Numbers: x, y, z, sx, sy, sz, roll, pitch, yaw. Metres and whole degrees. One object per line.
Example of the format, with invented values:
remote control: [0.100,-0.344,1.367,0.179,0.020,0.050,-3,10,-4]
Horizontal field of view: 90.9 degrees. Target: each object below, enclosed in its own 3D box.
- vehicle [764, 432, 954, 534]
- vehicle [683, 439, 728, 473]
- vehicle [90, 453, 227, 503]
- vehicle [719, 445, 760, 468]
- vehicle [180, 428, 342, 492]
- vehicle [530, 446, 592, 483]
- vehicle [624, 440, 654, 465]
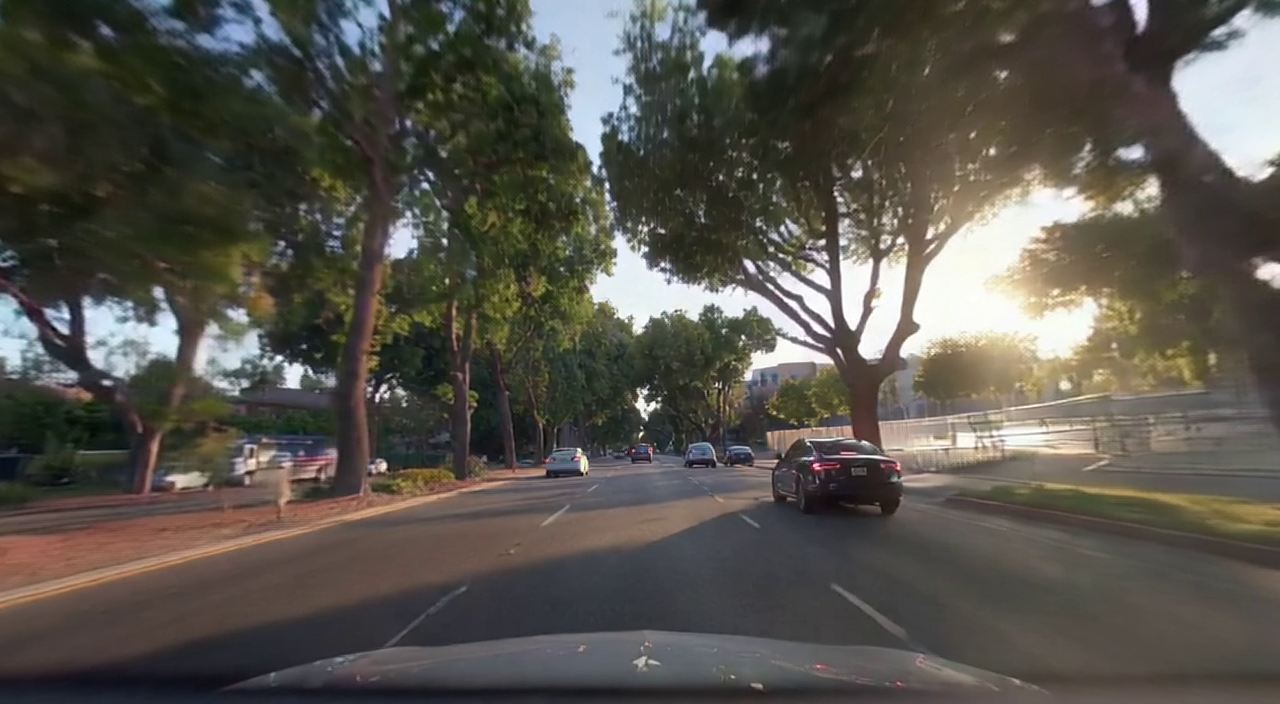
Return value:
vehicle: [3.667,2.265,11.501,1.919,1.502,4.232,0,-9,0]
vehicle: [3.551,5.755,35.045,1.980,1.709,4.367,0,-9,-1]
vehicle: [-22.294,5.819,29.590,2.159,1.908,5.564,-2,-8,-1]
vehicle: [6.968,7.364,44.712,2.040,1.509,4.618,0,-9,-2]
vehicle: [-22.392,6.464,38.452,2.816,3.267,11.356,0,-9,0]
vehicle: [-3.146,4.577,25.923,2.013,1.354,3.908,0,-9,0]
vehicle: [-0.128,7.863,49.304,2.247,1.882,4.603,0,-9,-1]
